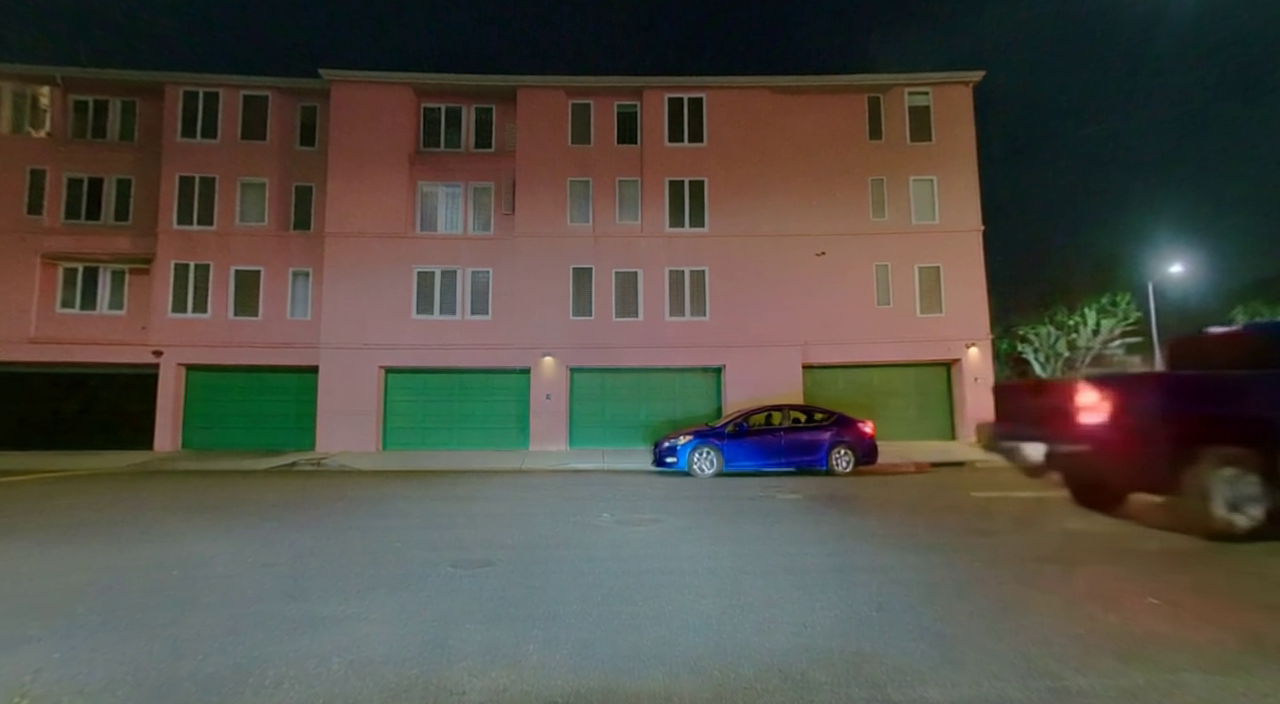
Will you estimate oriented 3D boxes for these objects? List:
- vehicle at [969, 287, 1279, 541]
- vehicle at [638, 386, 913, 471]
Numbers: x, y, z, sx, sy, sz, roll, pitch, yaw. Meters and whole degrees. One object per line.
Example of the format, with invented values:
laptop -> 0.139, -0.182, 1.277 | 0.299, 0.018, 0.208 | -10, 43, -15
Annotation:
vehicle -> 6.498, 0.606, 6.003 | 5.448, 1.974, 2.176 | 0, -8, 0
vehicle -> 2.314, 1.448, 11.786 | 4.697, 1.444, 1.825 | 0, -8, -1
